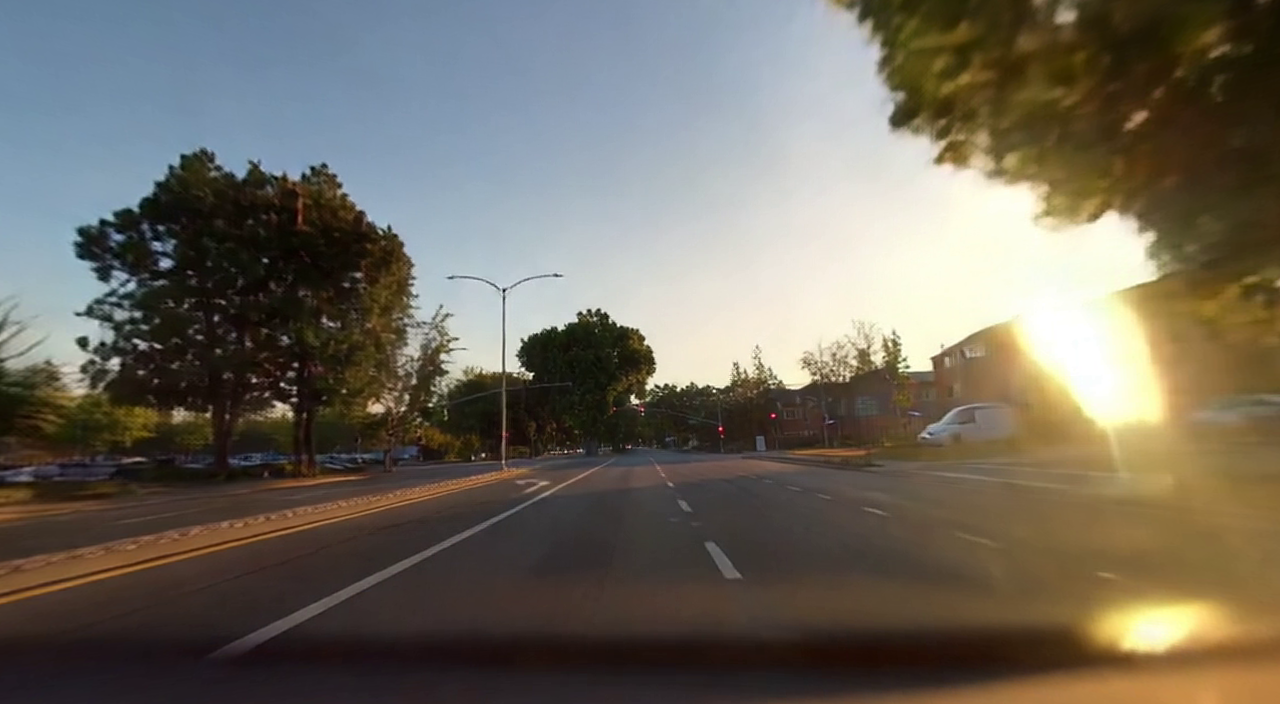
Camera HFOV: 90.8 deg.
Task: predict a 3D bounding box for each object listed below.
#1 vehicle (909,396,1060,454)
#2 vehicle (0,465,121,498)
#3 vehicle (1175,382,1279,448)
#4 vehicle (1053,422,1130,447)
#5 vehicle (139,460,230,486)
[{"bbox_3d":[20.559,4.434,38.014,7.304,3.335,2.869,0,-9,-2],"label":"vehicle"},{"bbox_3d":[-30.930,6.856,33.625,4.713,1.607,2.022,0,-9,1],"label":"vehicle"},{"bbox_3d":[32.606,3.388,33.044,2.751,3.197,7.018,0,-9,-2],"label":"vehicle"},{"bbox_3d":[32.842,6.073,46.155,1.990,1.708,4.629,-1,-9,-3],"label":"vehicle"},{"bbox_3d":[-30.141,8.017,41.875,4.396,1.633,2.000,0,-9,0],"label":"vehicle"}]
